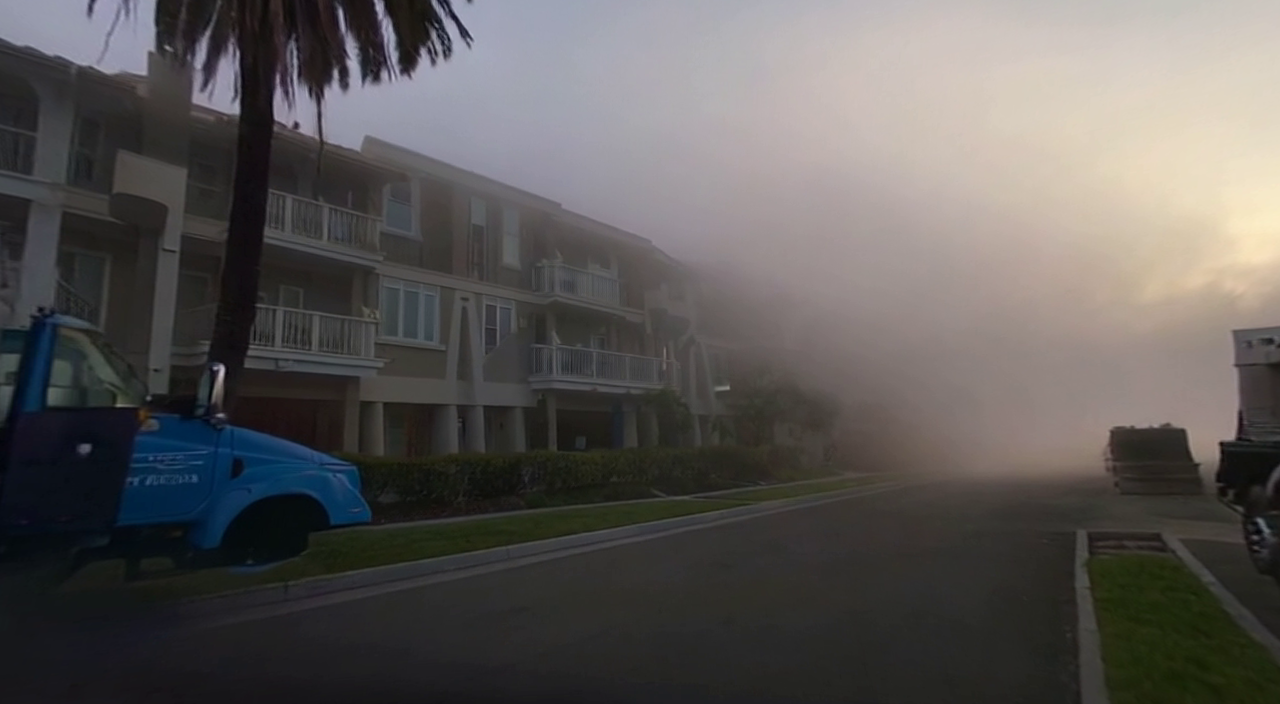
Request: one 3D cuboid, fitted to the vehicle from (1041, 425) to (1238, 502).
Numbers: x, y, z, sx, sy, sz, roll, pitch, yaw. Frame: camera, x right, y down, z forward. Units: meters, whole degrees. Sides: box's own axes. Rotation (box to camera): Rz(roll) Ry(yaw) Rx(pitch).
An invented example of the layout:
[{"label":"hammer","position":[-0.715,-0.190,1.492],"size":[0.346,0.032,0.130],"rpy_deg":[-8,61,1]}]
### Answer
[{"label":"vehicle","position":[19.825,4.330,25.416],"size":[5.872,2.468,2.864],"rpy_deg":[-2,-8,39]}]
